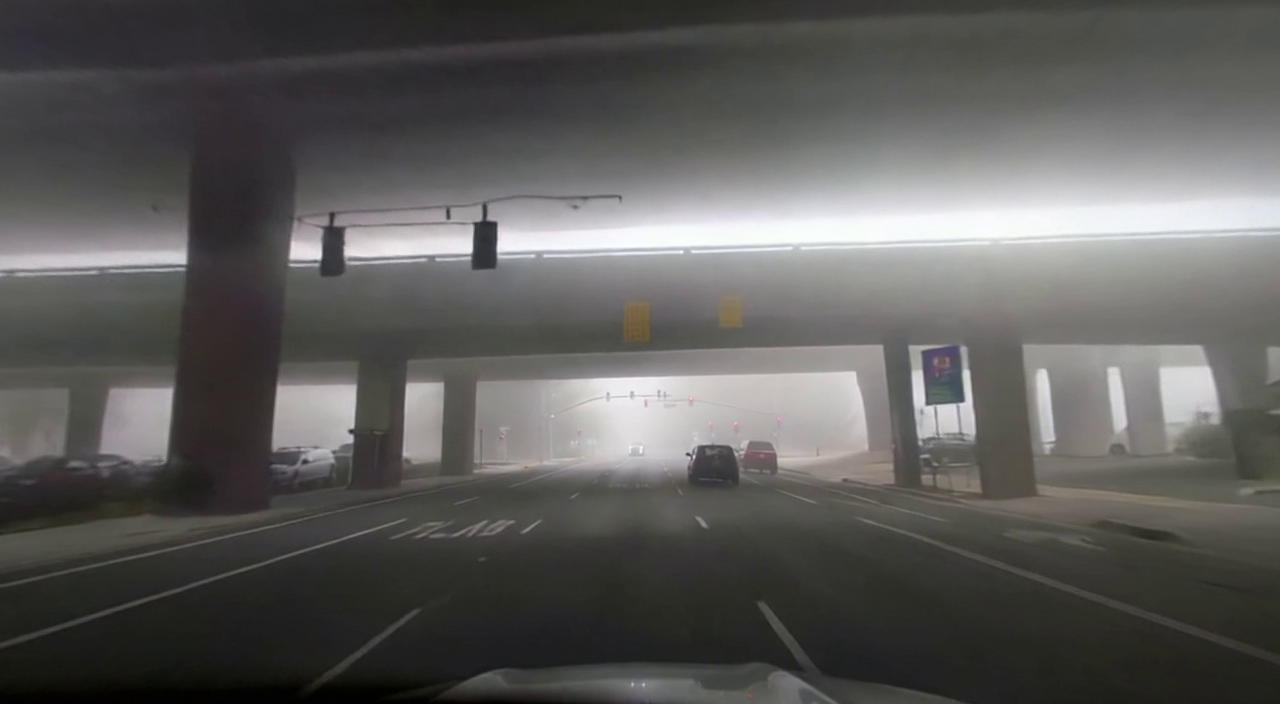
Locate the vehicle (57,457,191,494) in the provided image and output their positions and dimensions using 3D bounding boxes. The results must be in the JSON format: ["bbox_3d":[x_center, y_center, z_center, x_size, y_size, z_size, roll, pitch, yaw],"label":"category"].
[{"bbox_3d":[-24.569,5.866,30.339,2.128,1.493,4.955,-1,-8,2],"label":"vehicle"}]

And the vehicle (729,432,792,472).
[{"bbox_3d":[6.858,5.781,36.677,2.433,2.116,5.789,0,-8,-1],"label":"vehicle"}]

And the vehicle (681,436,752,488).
[{"bbox_3d":[2.499,3.697,21.540,1.947,1.576,3.825,0,-8,0],"label":"vehicle"}]

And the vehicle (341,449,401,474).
[{"bbox_3d":[-17.777,7.252,41.932,1.985,1.505,4.275,-1,-8,2],"label":"vehicle"}]

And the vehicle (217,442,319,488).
[{"bbox_3d":[-17.992,5.426,30.793,2.167,2.024,4.589,0,-8,-1],"label":"vehicle"}]
